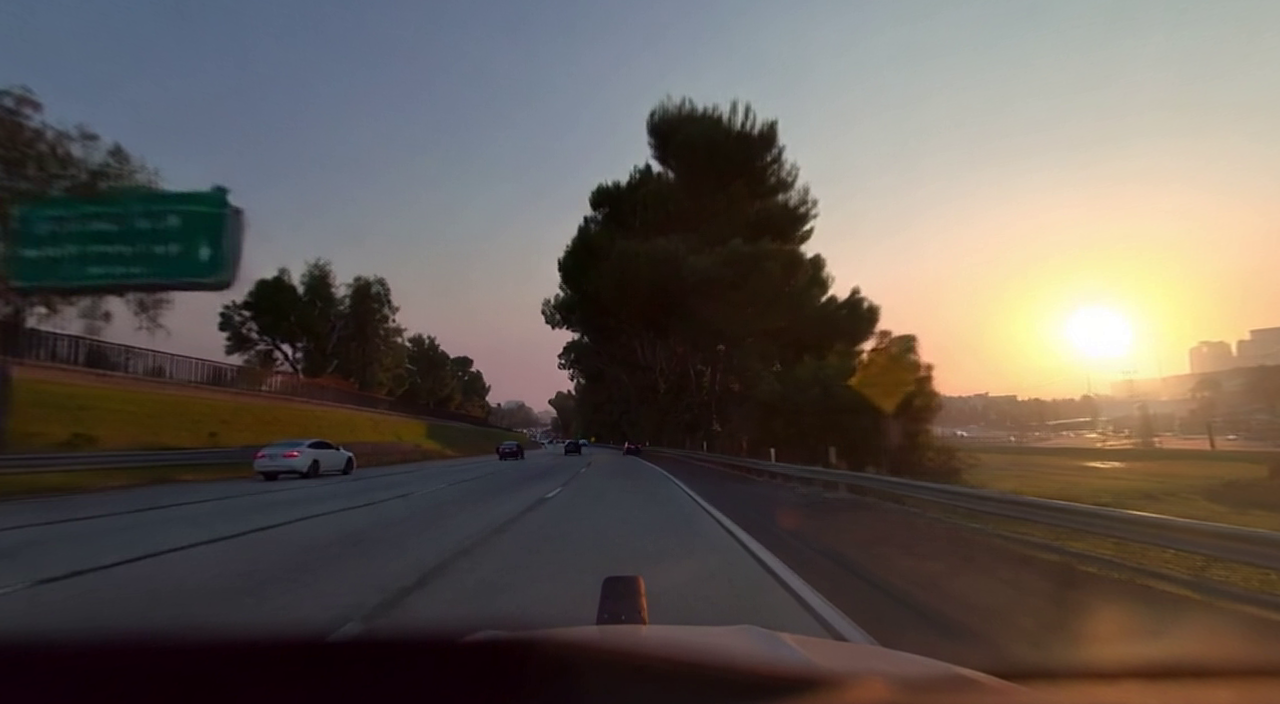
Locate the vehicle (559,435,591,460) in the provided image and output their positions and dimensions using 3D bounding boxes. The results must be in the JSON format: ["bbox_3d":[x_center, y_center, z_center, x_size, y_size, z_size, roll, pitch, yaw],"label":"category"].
[{"bbox_3d":[-5.067,7.470,49.262,2.138,1.833,4.622,1,-8,-2],"label":"vehicle"}]

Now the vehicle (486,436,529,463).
[{"bbox_3d":[-8.884,6.560,42.342,2.015,1.651,4.432,1,-8,-2],"label":"vehicle"}]

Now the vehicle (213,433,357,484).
[{"bbox_3d":[-11.715,3.541,21.231,2.056,1.489,4.852,0,-8,0],"label":"vehicle"}]

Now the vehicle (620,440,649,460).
[{"bbox_3d":[-0.456,7.647,48.946,2.060,1.465,3.974,1,-8,-3],"label":"vehicle"}]
